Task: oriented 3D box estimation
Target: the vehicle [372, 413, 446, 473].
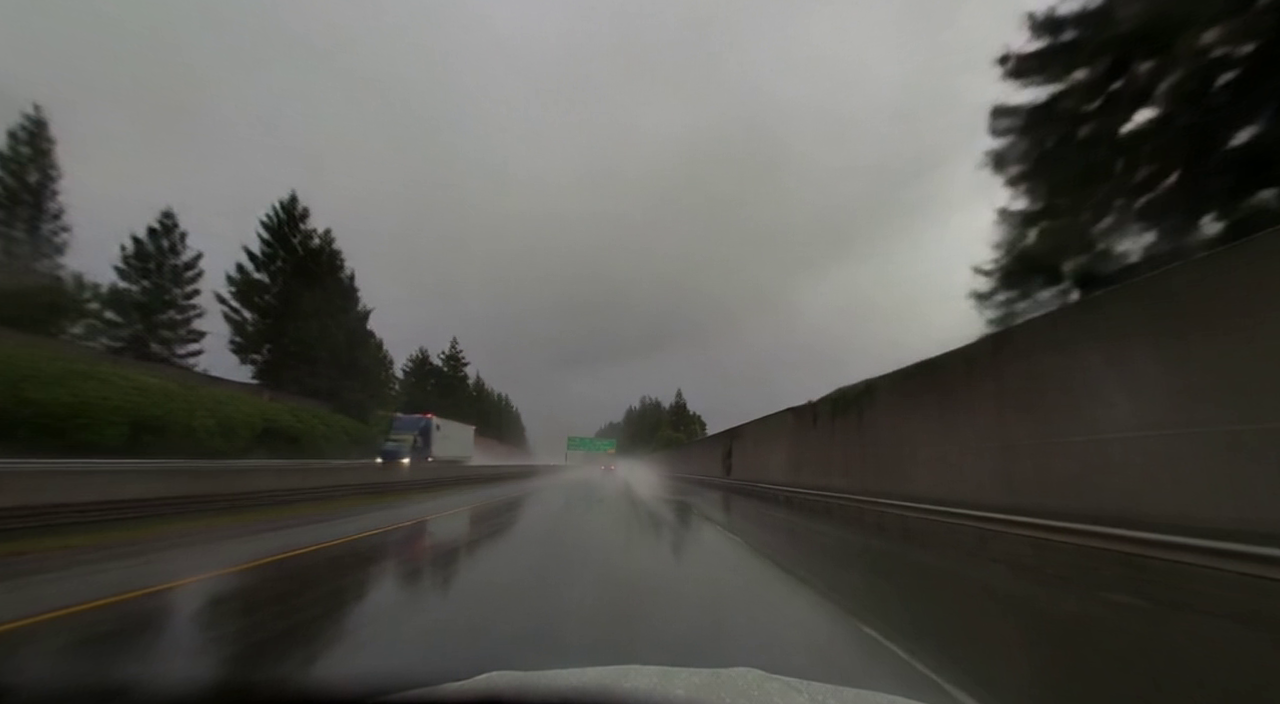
[{"bbox_3d":[-15.939,6.416,43.916,3.006,3.840,5.721,1,-10,-2],"label":"vehicle"}]
